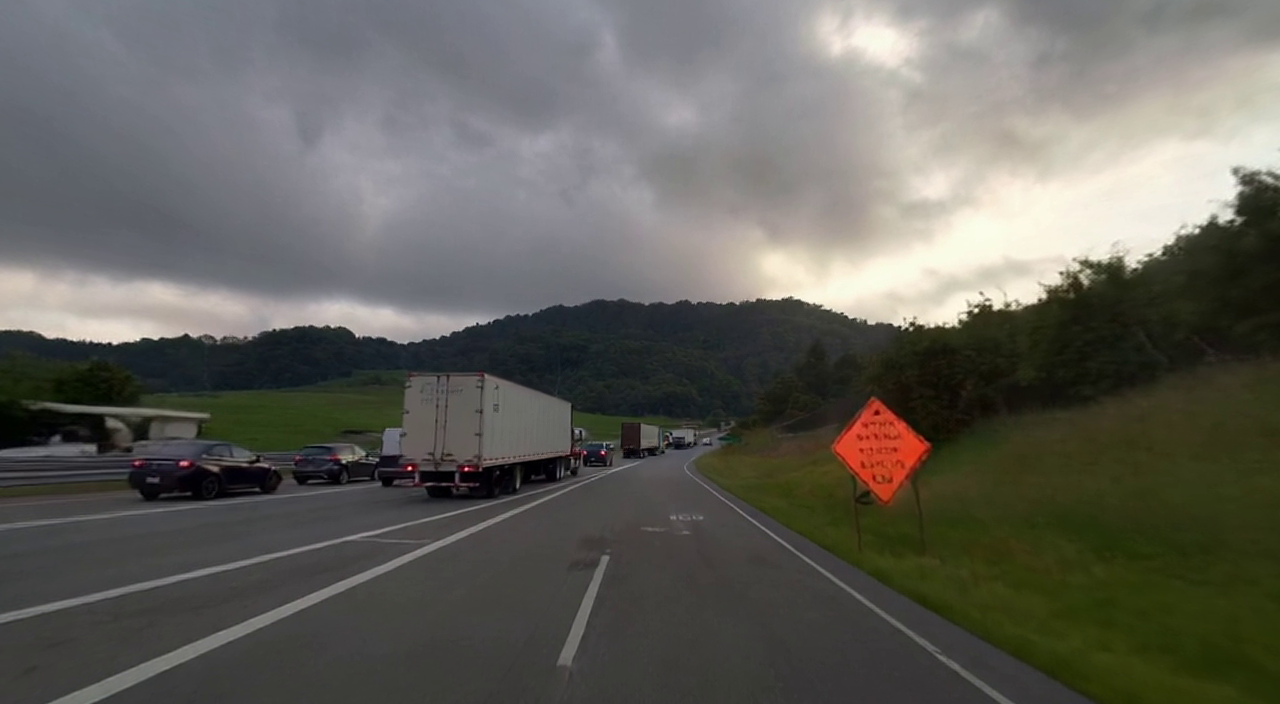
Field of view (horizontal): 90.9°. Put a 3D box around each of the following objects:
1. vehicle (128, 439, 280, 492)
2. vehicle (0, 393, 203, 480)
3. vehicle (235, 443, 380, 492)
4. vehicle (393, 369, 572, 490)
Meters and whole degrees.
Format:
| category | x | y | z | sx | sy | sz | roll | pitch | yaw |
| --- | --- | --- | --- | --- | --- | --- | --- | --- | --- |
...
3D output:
| category | x | y | z | sx | sy | sz | roll | pitch | yaw |
| --- | --- | --- | --- | --- | --- | --- | --- | --- | --- |
| vehicle | -15.271 | 3.995 | 22.422 | 1.943 | 1.662 | 4.283 | -1 | -9 | 8 |
| vehicle | -29.182 | 4.634 | 33.905 | 2.934 | 3.945 | 10.035 | -2 | -9 | 9 |
| vehicle | -11.370 | 3.986 | 22.034 | 1.925 | 1.493 | 4.864 | -1 | -9 | 8 |
| vehicle | -6.138 | 3.734 | 28.608 | 2.848 | 4.067 | 14.314 | -1 | -9 | 7 |
